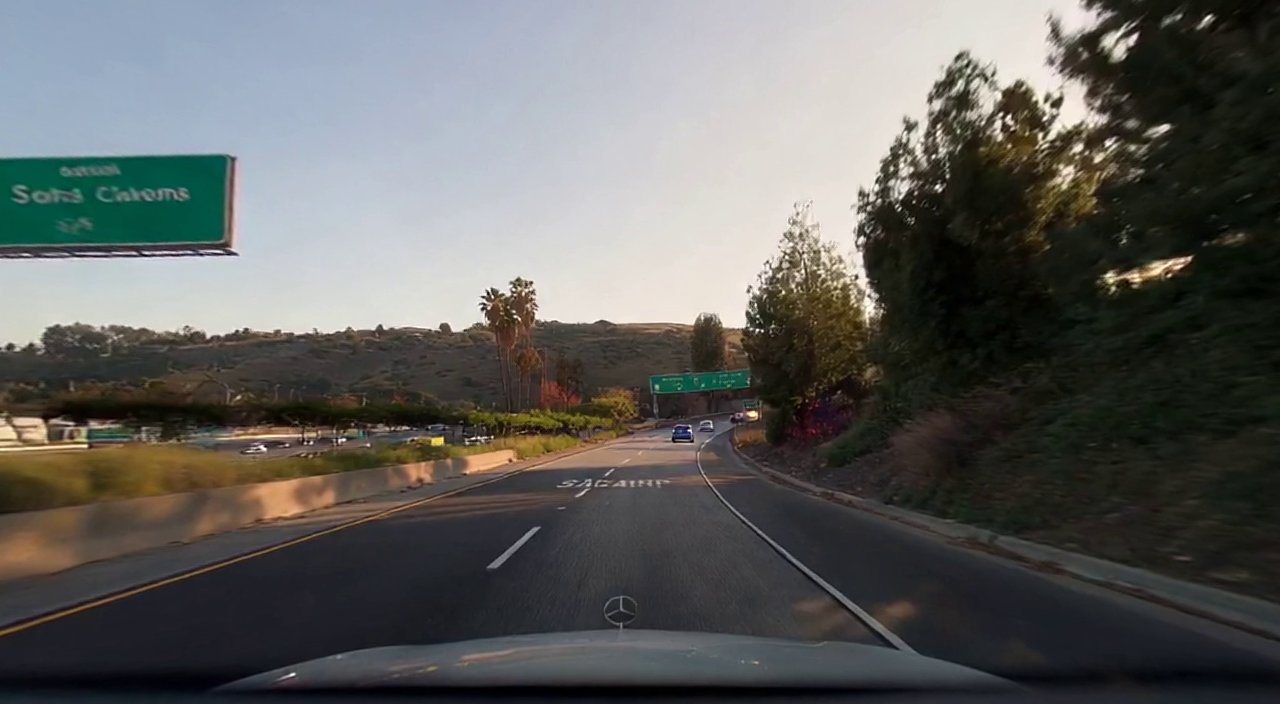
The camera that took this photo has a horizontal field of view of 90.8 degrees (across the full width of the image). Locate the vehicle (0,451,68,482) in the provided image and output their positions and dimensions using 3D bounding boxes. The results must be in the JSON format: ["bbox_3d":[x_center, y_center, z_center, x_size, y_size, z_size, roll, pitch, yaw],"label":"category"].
[{"bbox_3d":[-31.713,5.702,31.654,1.783,1.482,4.460,0,-9,1],"label":"vehicle"}]

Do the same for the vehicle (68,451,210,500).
[{"bbox_3d":[-19.577,4.801,24.993,1.956,1.716,4.330,0,-9,2],"label":"vehicle"}]

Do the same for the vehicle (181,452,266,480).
[{"bbox_3d":[-23.686,6.486,36.134,1.862,1.465,4.157,-1,-9,3],"label":"vehicle"}]

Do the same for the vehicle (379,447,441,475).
[{"bbox_3d":[-15.043,7.142,41.654,2.227,1.760,4.507,-1,-9,2],"label":"vehicle"}]
